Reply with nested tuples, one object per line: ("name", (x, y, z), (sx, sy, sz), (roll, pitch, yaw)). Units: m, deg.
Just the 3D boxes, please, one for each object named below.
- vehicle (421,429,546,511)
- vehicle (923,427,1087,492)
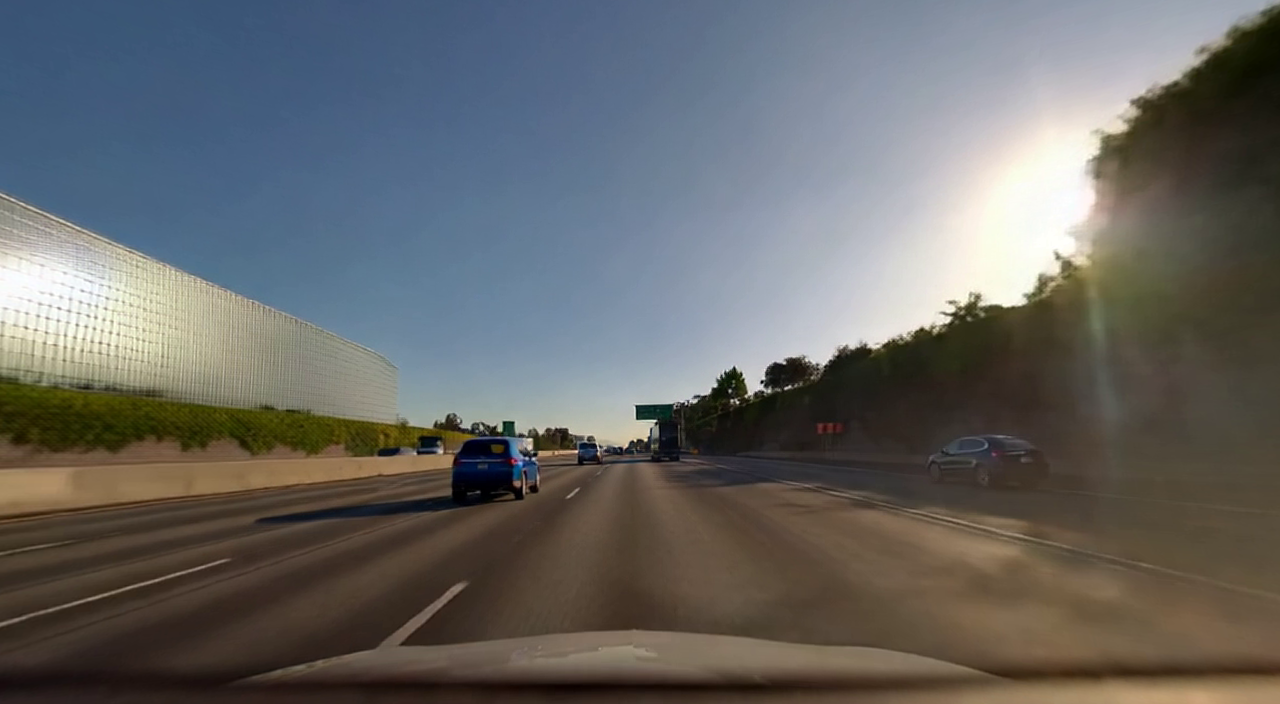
("vehicle", (-3.628, 2.822, 15.530), (2.039, 1.710, 4.237), (0, -9, -1))
("vehicle", (11.347, 3.412, 20.234), (2.089, 1.787, 5.080), (0, -9, -2))
